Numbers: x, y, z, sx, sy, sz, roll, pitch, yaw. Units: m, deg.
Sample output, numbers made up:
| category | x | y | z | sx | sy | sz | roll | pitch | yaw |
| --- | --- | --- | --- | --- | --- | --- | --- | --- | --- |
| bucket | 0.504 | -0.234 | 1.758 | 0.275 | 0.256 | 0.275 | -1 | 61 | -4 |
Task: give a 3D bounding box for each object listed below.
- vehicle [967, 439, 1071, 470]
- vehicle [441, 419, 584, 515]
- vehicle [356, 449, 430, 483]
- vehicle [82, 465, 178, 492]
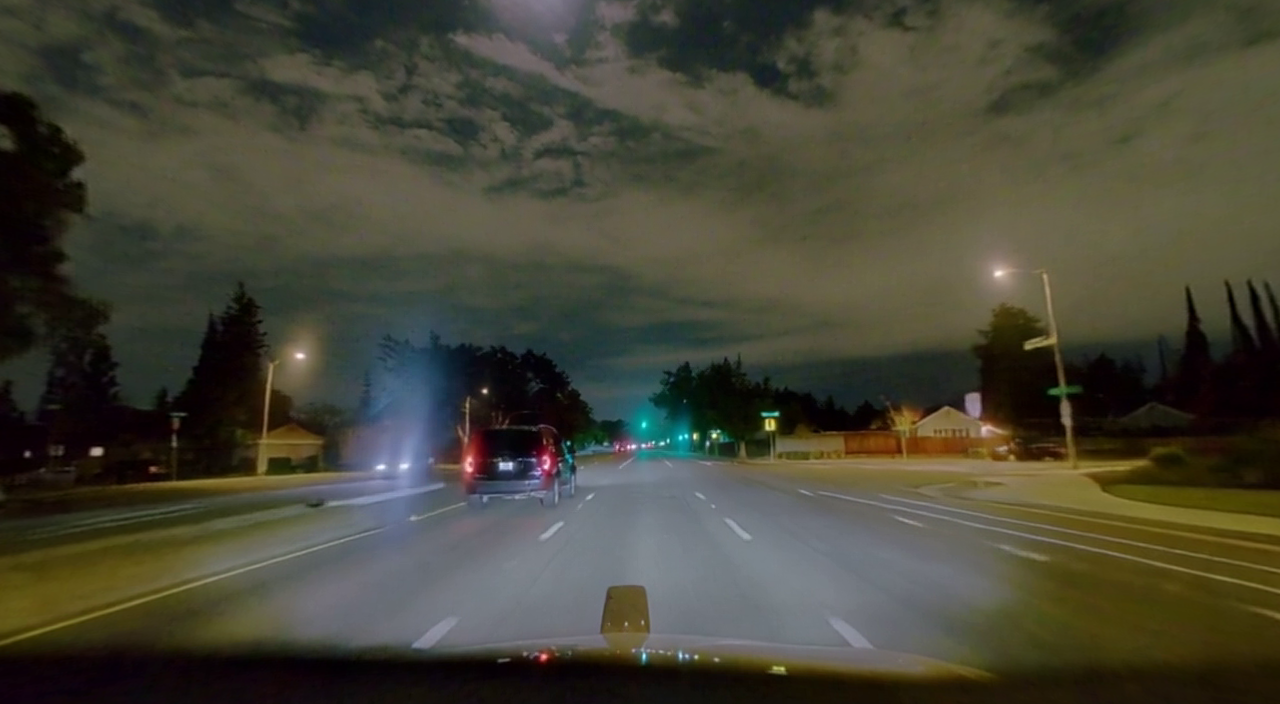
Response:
| category | x | y | z | sx | sy | sz | roll | pitch | yaw |
| --- | --- | --- | --- | --- | --- | --- | --- | --- | --- |
| vehicle | 22.947 | 6.222 | 38.331 | 4.802 | 1.760 | 2.374 | 0 | -9 | 1 |
| vehicle | -2.704 | 2.605 | 14.733 | 2.179 | 1.851 | 4.756 | 0 | -9 | 2 |
| vehicle | -11.923 | 5.509 | 30.737 | 1.837 | 1.504 | 4.204 | 0 | -9 | 1 |
| vehicle | -31.951 | 7.902 | 39.643 | 4.500 | 1.475 | 1.842 | 6 | -10 | -35 |
